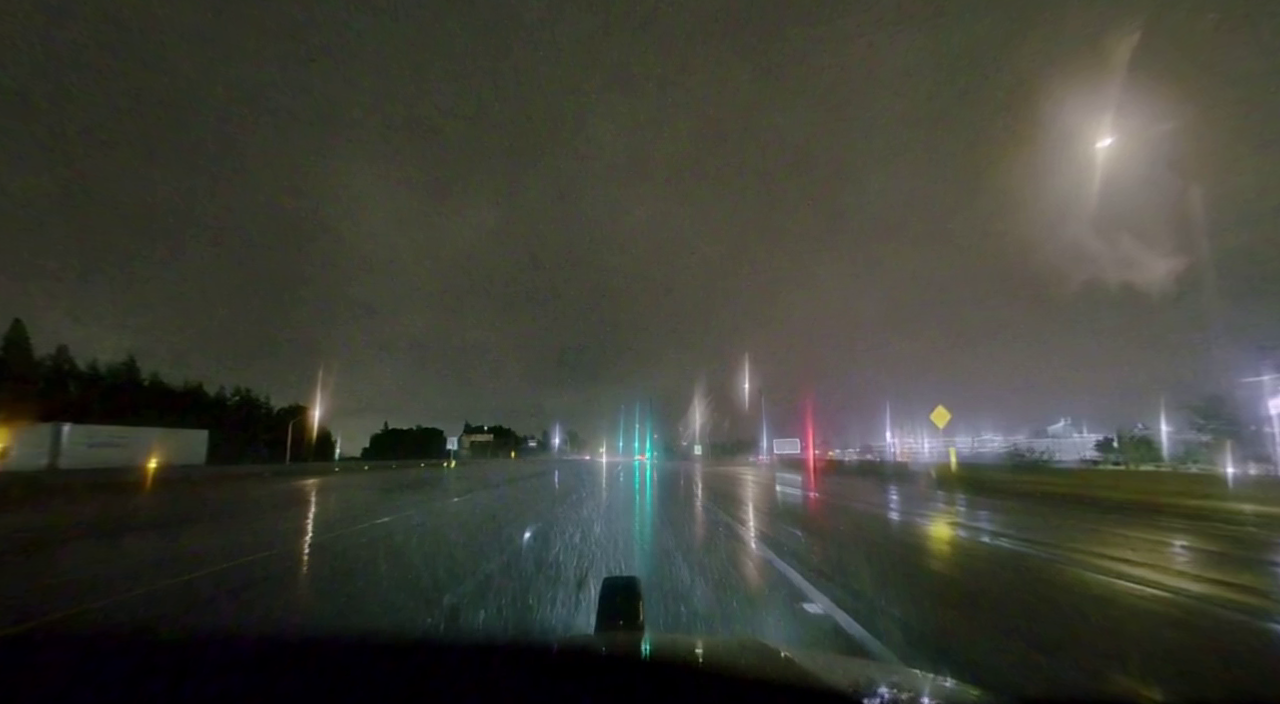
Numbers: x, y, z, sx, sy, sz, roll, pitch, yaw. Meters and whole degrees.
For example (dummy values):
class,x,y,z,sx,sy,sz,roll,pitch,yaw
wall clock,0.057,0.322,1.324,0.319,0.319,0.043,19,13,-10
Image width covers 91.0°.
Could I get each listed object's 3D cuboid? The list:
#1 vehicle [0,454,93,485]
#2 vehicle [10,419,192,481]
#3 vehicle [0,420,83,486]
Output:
class,x,y,z,sx,sy,sz,roll,pitch,yaw
vehicle,-35.130,6.869,37.048,1.862,1.620,4.443,0,-9,1
vehicle,-39.483,7.334,47.179,2.918,4.003,12.072,0,-9,0
vehicle,-39.493,6.345,39.784,2.934,3.871,5.987,0,-9,-1
